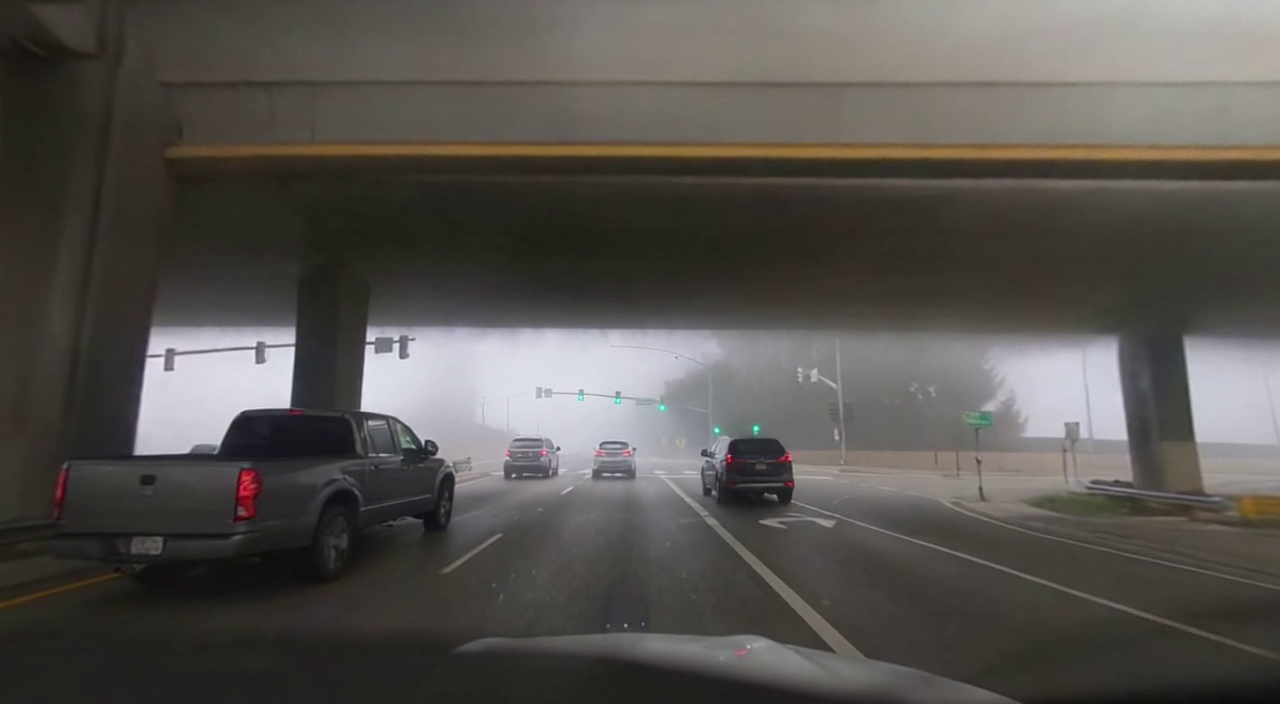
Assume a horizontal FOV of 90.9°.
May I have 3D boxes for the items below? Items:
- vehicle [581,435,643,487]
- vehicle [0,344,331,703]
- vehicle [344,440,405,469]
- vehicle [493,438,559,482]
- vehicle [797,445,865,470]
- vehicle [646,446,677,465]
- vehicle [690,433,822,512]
[{"bbox_3d":[-0.978,4.022,23.476,2.097,1.748,3.794,0,-8,-1],"label":"vehicle"},{"bbox_3d":[-4.204,1.008,4.021,2.074,1.814,4.596,0,-8,0],"label":"vehicle"},{"bbox_3d":[-16.727,6.459,39.983,2.089,1.684,4.521,0,-8,-3],"label":"vehicle"},{"bbox_3d":[-4.777,4.554,26.968,2.127,1.720,4.064,0,-8,-1],"label":"vehicle"},{"bbox_3d":[14.864,8.237,49.214,4.618,1.705,2.061,2,-10,-1],"label":"vehicle"},{"bbox_3d":[1.647,8.176,49.883,2.026,1.457,3.969,1,-8,-5],"label":"vehicle"},{"bbox_3d":[2.770,3.044,16.602,2.234,1.720,5.378,0,-8,-2],"label":"vehicle"}]
